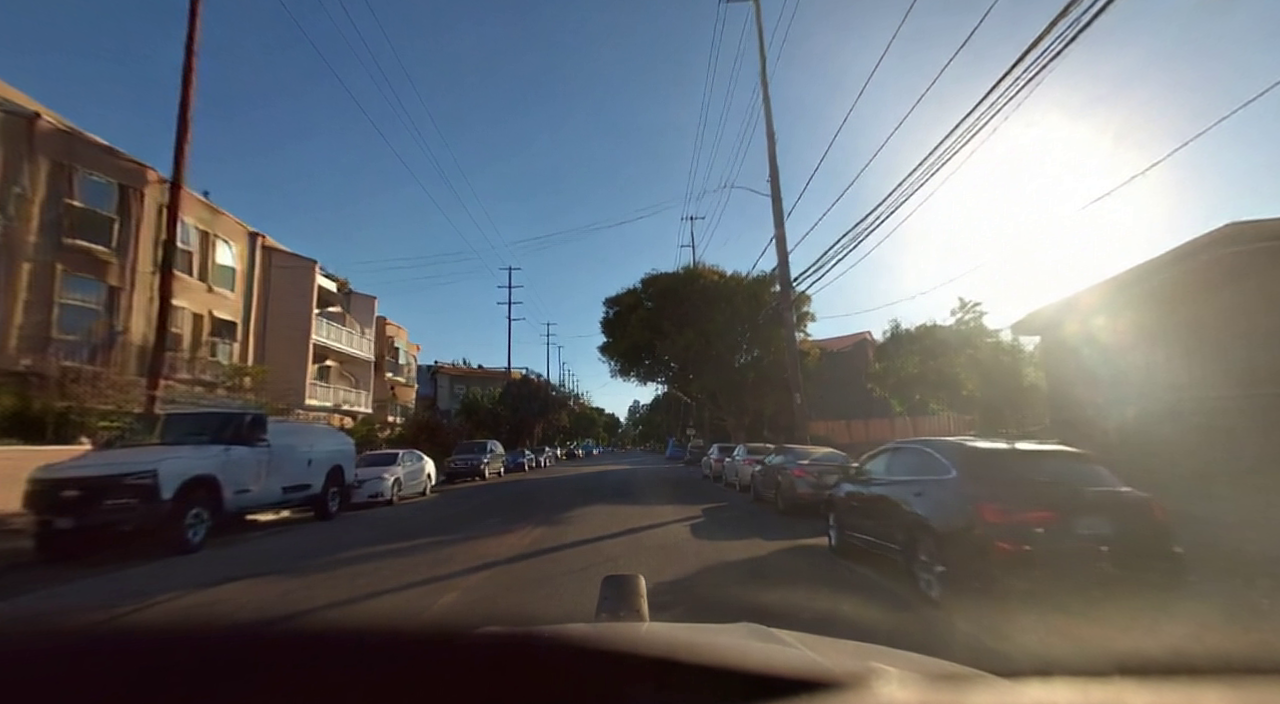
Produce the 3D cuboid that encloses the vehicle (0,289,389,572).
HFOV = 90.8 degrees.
[{"bbox_3d":[-7.502,1.509,11.716,2.901,3.610,6.707,-3,-9,1],"label":"vehicle"}]

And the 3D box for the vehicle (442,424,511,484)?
[{"bbox_3d":[-7.192,4.538,28.258,1.889,2.463,4.142,0,-9,1],"label":"vehicle"}]

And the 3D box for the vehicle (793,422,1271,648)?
[{"bbox_3d":[3.358,1.664,6.953,2.057,1.554,4.905,0,-9,-1],"label":"vehicle"}]

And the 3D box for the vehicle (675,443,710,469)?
[{"bbox_3d":[3.514,7.108,43.416,2.095,1.694,4.592,0,-9,1],"label":"vehicle"}]
